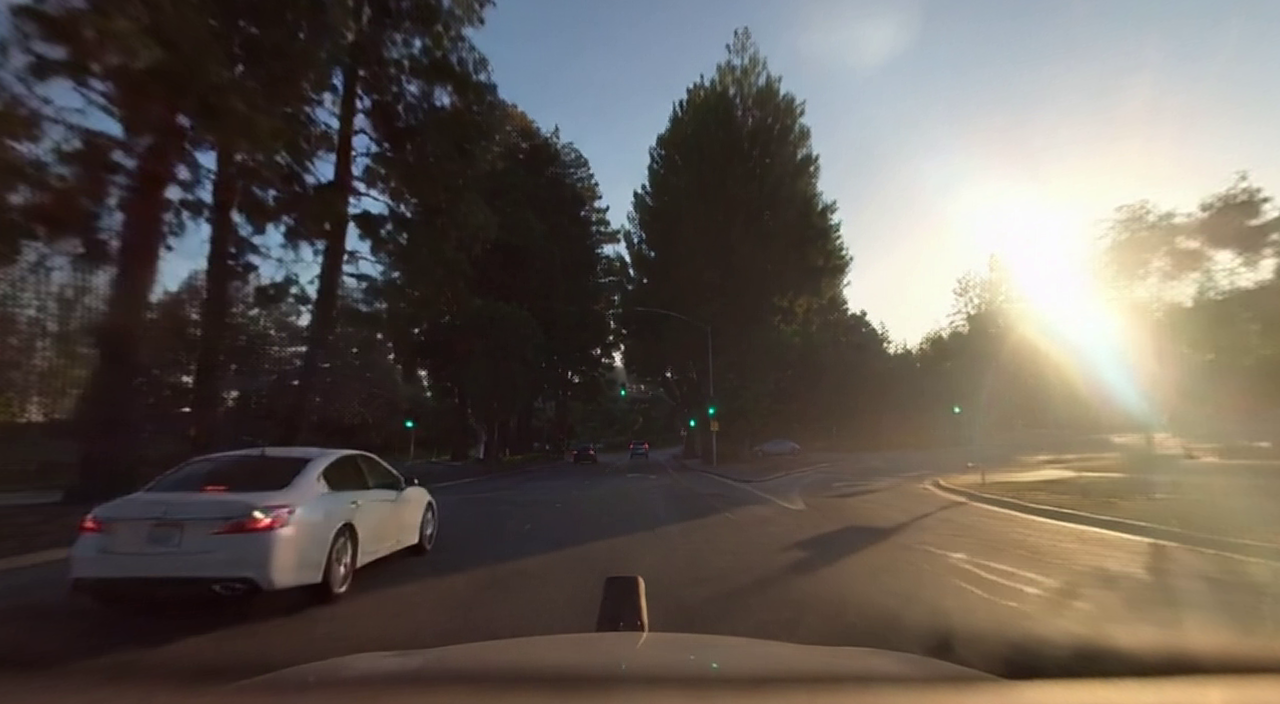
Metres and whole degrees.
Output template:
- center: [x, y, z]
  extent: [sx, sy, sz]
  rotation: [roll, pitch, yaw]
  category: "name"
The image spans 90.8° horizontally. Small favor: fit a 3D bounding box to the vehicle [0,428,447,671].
- center: [-3.590, 1.534, 6.142]
  extent: [1.968, 1.459, 4.433]
  rotation: [0, -8, 1]
  category: "vehicle"
